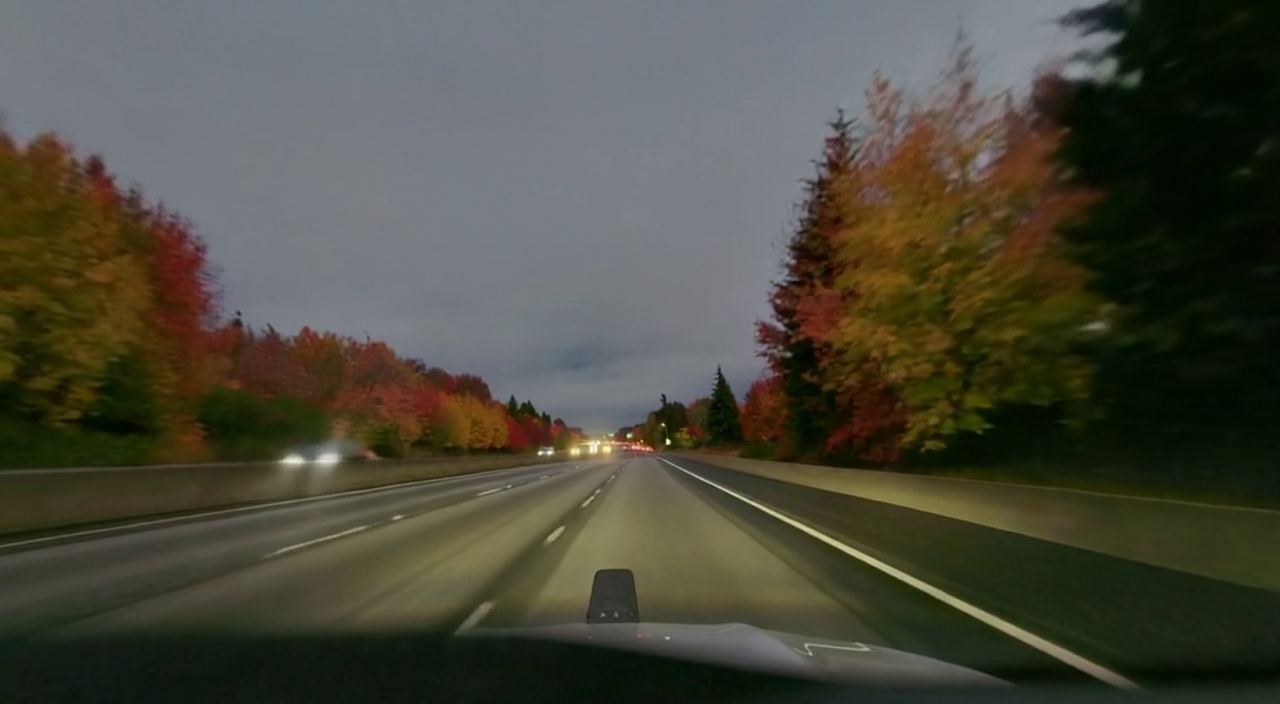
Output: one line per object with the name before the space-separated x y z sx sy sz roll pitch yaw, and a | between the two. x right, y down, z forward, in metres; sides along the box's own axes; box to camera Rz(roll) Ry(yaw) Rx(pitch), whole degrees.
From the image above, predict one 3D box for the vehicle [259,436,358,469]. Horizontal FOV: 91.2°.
vehicle | -15.283 4.665 29.175 2.467 1.373 3.927 0 -9 -1
